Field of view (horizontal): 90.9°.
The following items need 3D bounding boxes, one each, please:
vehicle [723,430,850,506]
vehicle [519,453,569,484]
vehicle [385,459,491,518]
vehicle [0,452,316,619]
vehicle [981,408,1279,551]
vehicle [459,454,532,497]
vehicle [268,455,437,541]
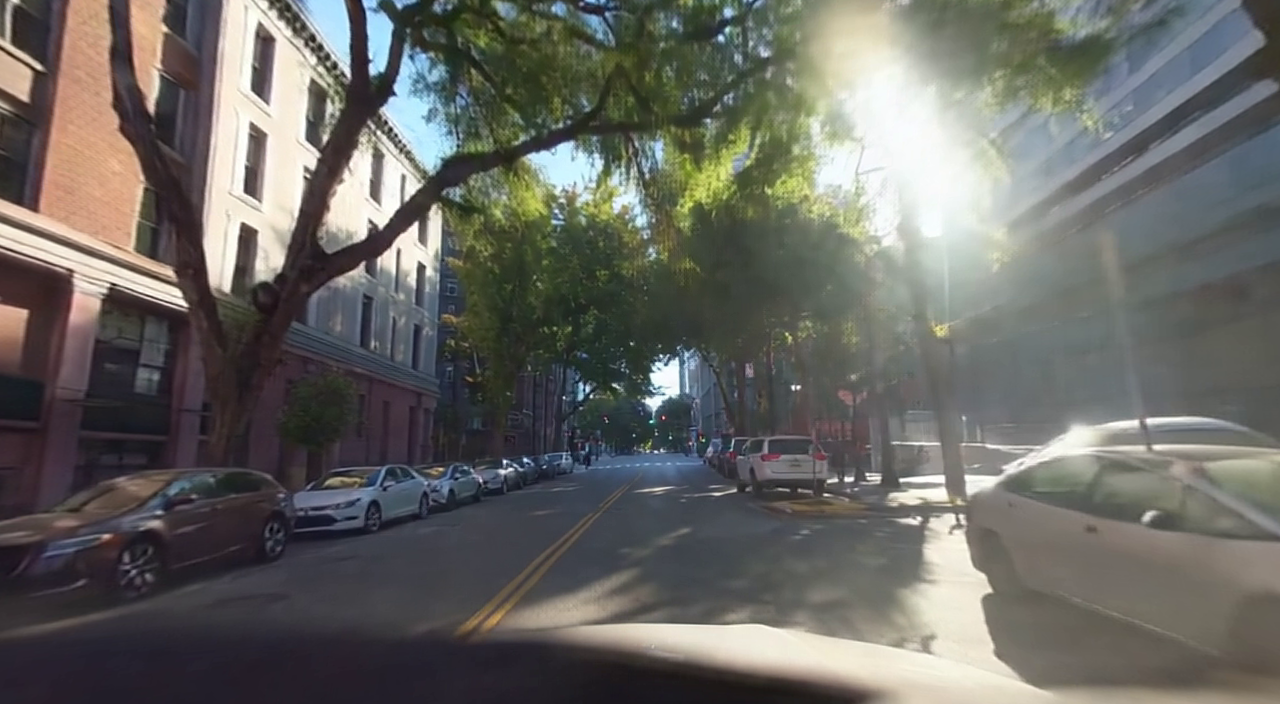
[{"bbox_3d":[4.435,3.640,20.460,2.568,2.001,5.999,-2,-8,-1],"label":"vehicle"},{"bbox_3d":[-5.605,6.857,37.325,2.270,1.539,4.855,-2,-8,-1],"label":"vehicle"},{"bbox_3d":[-6.354,4.326,20.516,1.889,1.451,5.013,-2,-8,-1],"label":"vehicle"},{"bbox_3d":[-6.795,2.270,8.826,2.123,1.596,4.659,-2,-8,-1],"label":"vehicle"},{"bbox_3d":[8.394,1.886,9.755,4.772,1.876,2.400,-1,-8,1],"label":"vehicle"},{"bbox_3d":[-6.065,5.215,26.989,2.110,1.498,4.555,-2,-8,-1],"label":"vehicle"},{"bbox_3d":[-6.595,3.351,15.193,1.944,1.574,4.717,-2,-8,-1],"label":"vehicle"}]
